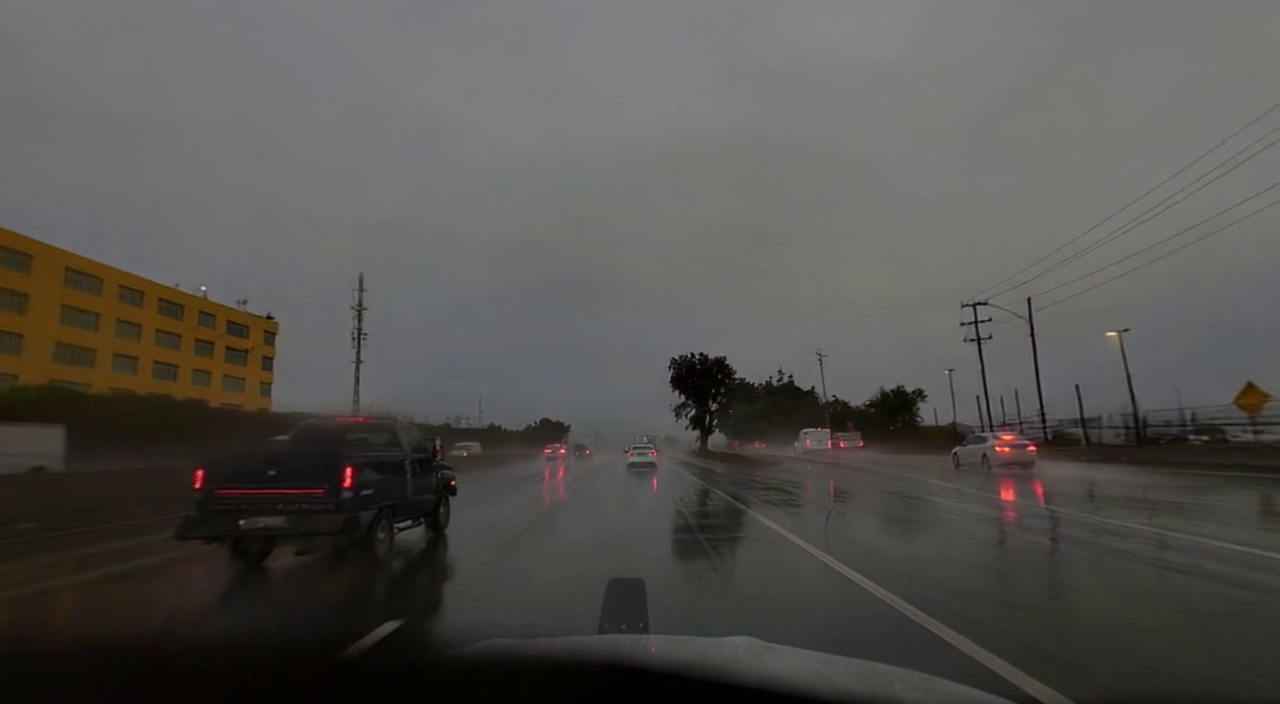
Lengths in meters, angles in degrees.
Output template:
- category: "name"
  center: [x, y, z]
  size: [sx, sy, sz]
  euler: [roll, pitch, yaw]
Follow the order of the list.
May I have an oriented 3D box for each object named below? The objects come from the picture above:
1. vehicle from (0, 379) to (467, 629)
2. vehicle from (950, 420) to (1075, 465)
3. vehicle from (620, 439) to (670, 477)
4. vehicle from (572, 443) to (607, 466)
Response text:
- category: "vehicle"
  center: [-3.904, 1.512, 7.356]
  size: [2.250, 1.872, 5.038]
  euler: [-1, -8, 1]
- category: "vehicle"
  center: [13.620, 3.351, 23.442]
  size: [1.966, 1.484, 4.610]
  euler: [-1, -8, 3]
- category: "vehicle"
  center: [0.211, 4.717, 28.339]
  size: [2.107, 1.538, 3.999]
  euler: [0, -8, 0]
- category: "vehicle"
  center: [-3.555, 7.260, 44.997]
  size: [2.059, 1.508, 4.662]
  euler: [0, -8, 0]
